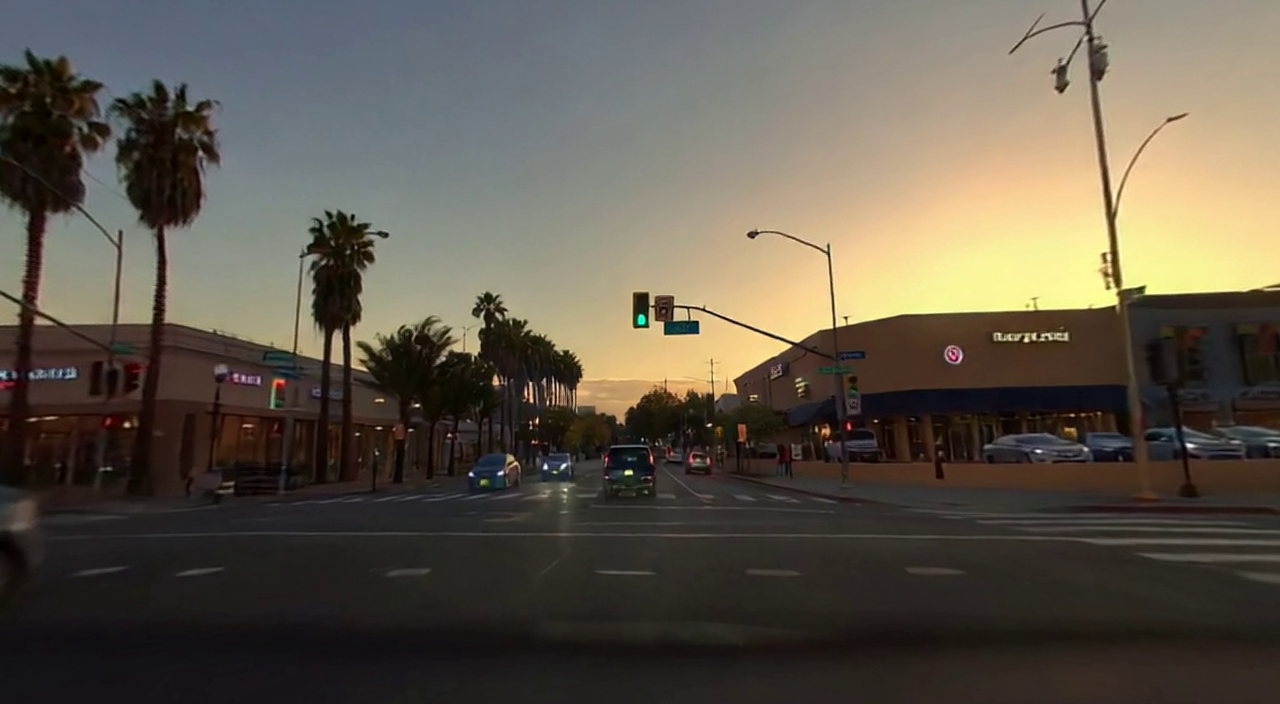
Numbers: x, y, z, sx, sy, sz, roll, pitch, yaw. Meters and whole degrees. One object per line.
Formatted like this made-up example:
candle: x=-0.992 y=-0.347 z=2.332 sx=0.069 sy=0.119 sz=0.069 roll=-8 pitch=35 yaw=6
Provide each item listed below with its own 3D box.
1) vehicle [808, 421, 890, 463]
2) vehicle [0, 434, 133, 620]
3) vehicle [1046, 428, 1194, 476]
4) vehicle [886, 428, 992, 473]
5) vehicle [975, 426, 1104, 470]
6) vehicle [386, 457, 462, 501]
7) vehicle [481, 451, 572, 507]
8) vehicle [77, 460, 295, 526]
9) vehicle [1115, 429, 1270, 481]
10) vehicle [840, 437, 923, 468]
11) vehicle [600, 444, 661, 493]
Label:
vehicle: x=11.632 y=5.176 z=35.670 sx=2.652 sy=2.045 sz=5.359 roll=-3 pitch=-10 yaw=-1
vehicle: x=-6.273 y=1.278 z=4.138 sx=2.032 sy=1.508 sz=4.661 roll=0 pitch=-9 yaw=0
vehicle: x=16.910 y=3.537 z=22.599 sx=1.850 sy=1.509 sz=4.297 roll=0 pitch=-8 yaw=-1
vehicle: x=11.689 y=3.995 z=25.137 sx=1.899 sy=1.550 sz=4.531 roll=-1 pitch=-11 yaw=-1
vehicle: x=14.390 y=3.544 z=23.123 sx=1.797 sy=1.443 sz=4.451 roll=0 pitch=-10 yaw=0
vehicle: x=-9.163 y=5.381 z=27.081 sx=1.866 sy=1.541 sz=3.953 roll=-4 pitch=-9 yaw=-1
vehicle: x=-3.333 y=3.821 z=19.409 sx=1.921 sy=1.491 sz=4.332 roll=-1 pitch=-9 yaw=1
vehicle: x=-12.335 y=3.770 z=17.444 sx=2.002 sy=1.470 sz=4.388 roll=-8 pitch=-12 yaw=38
vehicle: x=19.488 y=3.610 z=22.546 sx=1.865 sy=1.473 sz=3.989 roll=0 pitch=-4 yaw=-3
vehicle: x=11.641 y=4.942 z=30.811 sx=2.598 sy=1.299 sz=3.611 roll=-1 pitch=-11 yaw=0
vehicle: x=-0.395 y=4.732 z=26.003 sx=2.264 sy=1.798 sz=4.531 roll=0 pitch=-9 yaw=-1
